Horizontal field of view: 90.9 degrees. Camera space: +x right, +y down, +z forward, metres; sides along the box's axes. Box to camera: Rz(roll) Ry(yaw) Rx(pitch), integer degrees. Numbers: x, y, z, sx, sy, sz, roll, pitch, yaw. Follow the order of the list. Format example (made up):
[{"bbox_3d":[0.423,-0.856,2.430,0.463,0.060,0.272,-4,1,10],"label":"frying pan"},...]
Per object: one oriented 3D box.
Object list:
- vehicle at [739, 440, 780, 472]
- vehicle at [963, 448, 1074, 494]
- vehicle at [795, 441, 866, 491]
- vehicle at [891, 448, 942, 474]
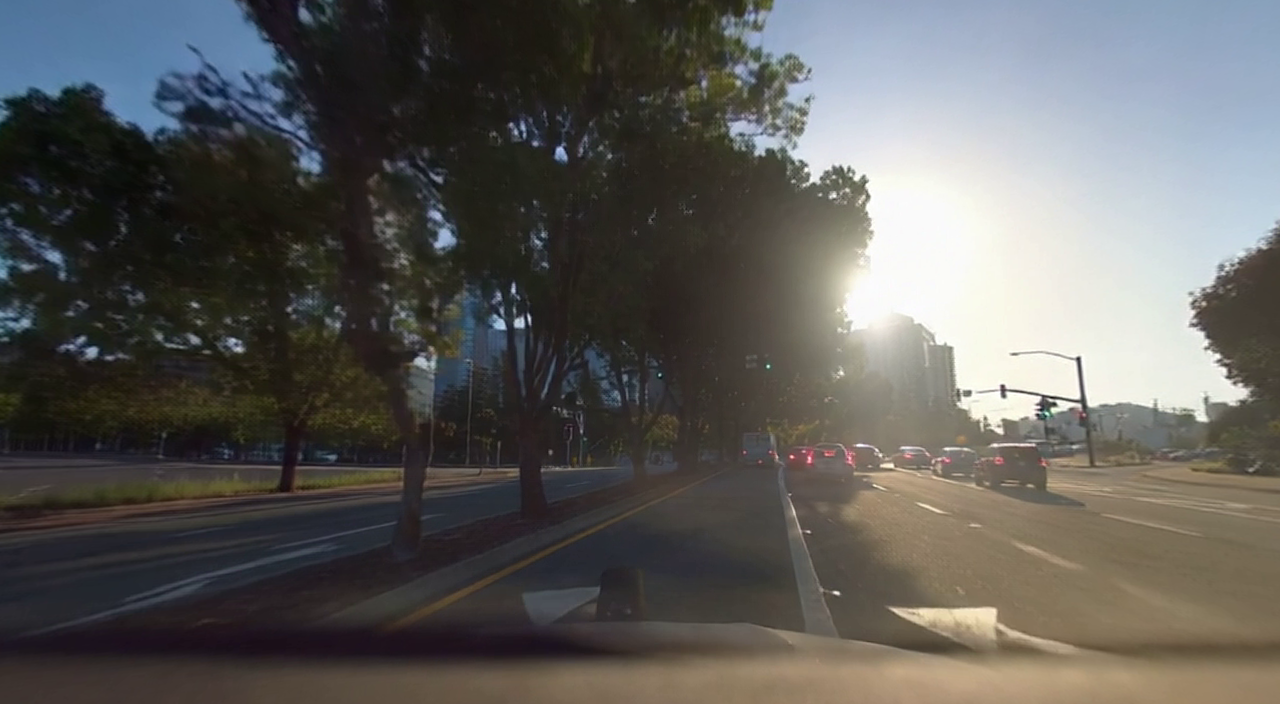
[{"bbox_3d":[7.260,6.293,38.270,2.245,1.800,4.522,-2,-9,11],"label":"vehicle"},{"bbox_3d":[13.026,4.074,22.036,1.884,1.422,4.262,-2,-9,11],"label":"vehicle"},{"bbox_3d":[6.741,4.038,22.744,2.078,1.578,4.107,-2,-9,12],"label":"vehicle"},{"bbox_3d":[16.911,6.633,38.729,1.901,1.484,4.093,-2,-9,11],"label":"vehicle"}]
